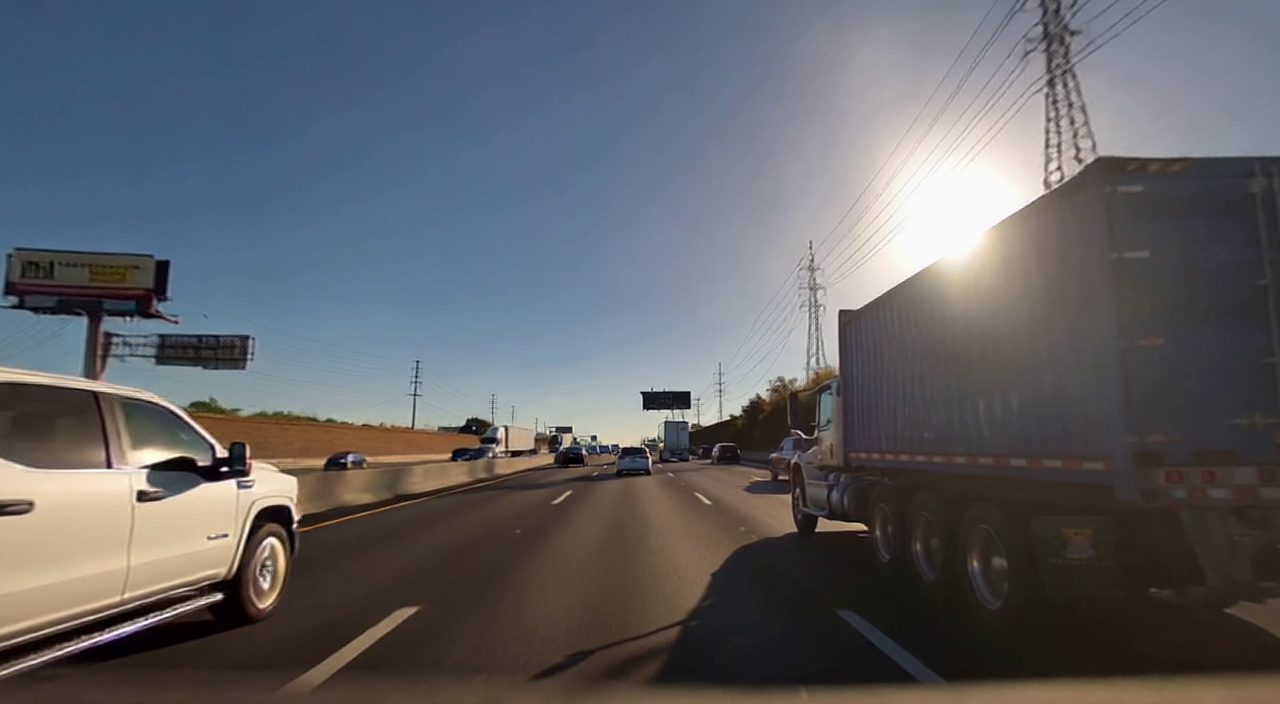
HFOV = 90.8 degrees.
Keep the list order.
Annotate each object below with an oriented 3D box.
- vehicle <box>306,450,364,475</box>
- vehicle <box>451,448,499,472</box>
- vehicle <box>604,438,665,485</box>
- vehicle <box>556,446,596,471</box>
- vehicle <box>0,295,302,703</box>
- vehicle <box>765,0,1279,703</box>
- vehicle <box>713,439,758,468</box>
[{"bbox_3d":[-21.142,7.650,43.989,1.980,1.588,4.097,0,-9,-1],"label":"vehicle"},{"bbox_3d":[-10.981,7.183,42.370,2.054,1.489,4.507,0,-9,0],"label":"vehicle"},{"bbox_3d":[-0.214,4.294,25.039,2.191,1.685,4.015,0,-9,0],"label":"vehicle"},{"bbox_3d":[-3.944,6.670,39.820,2.025,1.498,4.675,0,-9,0],"label":"vehicle"},{"bbox_3d":[-4.171,0.691,2.463,2.323,2.046,6.006,0,-9,1],"label":"vehicle"},{"bbox_3d":[3.429,0.218,5.075,3.013,3.940,7.933,0,-9,-1],"label":"vehicle"},{"bbox_3d":[6.964,7.475,46.731,2.302,1.973,5.502,0,-9,-1],"label":"vehicle"}]
